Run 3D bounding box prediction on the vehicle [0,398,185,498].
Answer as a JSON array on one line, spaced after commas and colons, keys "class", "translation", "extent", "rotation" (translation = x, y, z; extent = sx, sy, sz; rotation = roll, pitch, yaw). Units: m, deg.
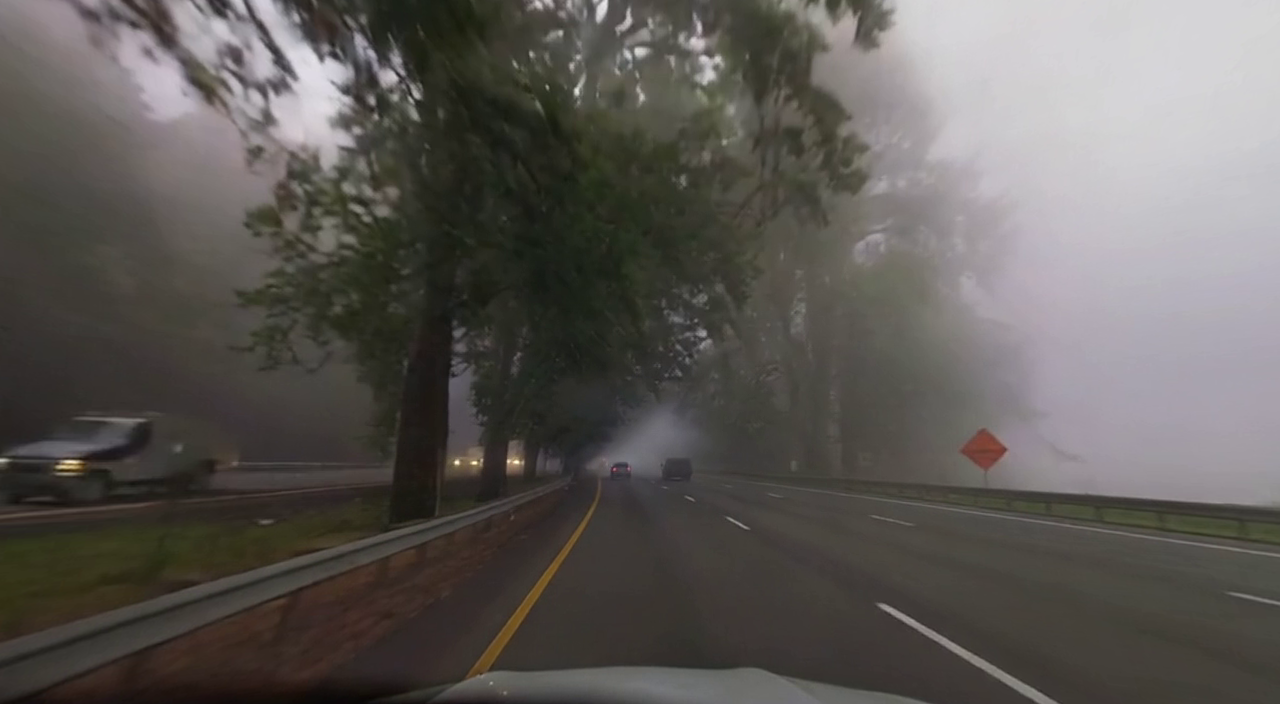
[{"class": "vehicle", "translation": [-13.973, 2.369, 15.168], "extent": [2.240, 1.991, 5.012], "rotation": [1, -10, -1]}]
